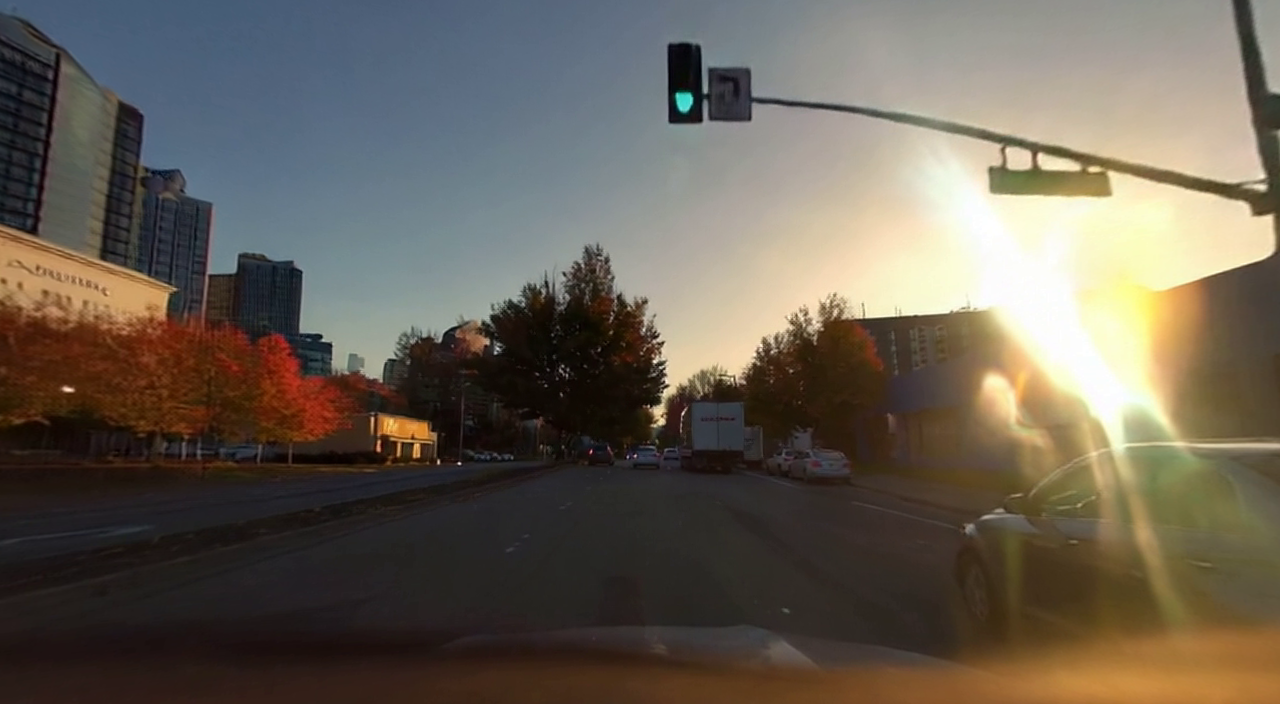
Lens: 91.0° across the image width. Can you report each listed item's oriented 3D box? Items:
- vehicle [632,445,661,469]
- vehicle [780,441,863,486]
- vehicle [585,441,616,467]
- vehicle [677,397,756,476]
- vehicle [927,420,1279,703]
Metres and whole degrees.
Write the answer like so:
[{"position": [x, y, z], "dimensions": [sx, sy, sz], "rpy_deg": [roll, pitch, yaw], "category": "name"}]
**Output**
[{"position": [0.431, 7.114, 42.863], "dimensions": [1.846, 1.528, 4.348], "rpy_deg": [0, -8, 0], "category": "vehicle"}, {"position": [7.013, 4.501, 24.885], "dimensions": [1.889, 1.417, 4.759], "rpy_deg": [-3, -13, 1], "category": "vehicle"}, {"position": [-2.999, 7.860, 48.620], "dimensions": [2.035, 1.867, 4.607], "rpy_deg": [0, -8, 2], "category": "vehicle"}, {"position": [3.900, 4.723, 34.914], "dimensions": [3.003, 3.680, 10.684], "rpy_deg": [0, -8, 0], "category": "vehicle"}, {"position": [3.789, 1.149, 3.589], "dimensions": [1.915, 1.449, 4.970], "rpy_deg": [0, -8, -1], "category": "vehicle"}]
